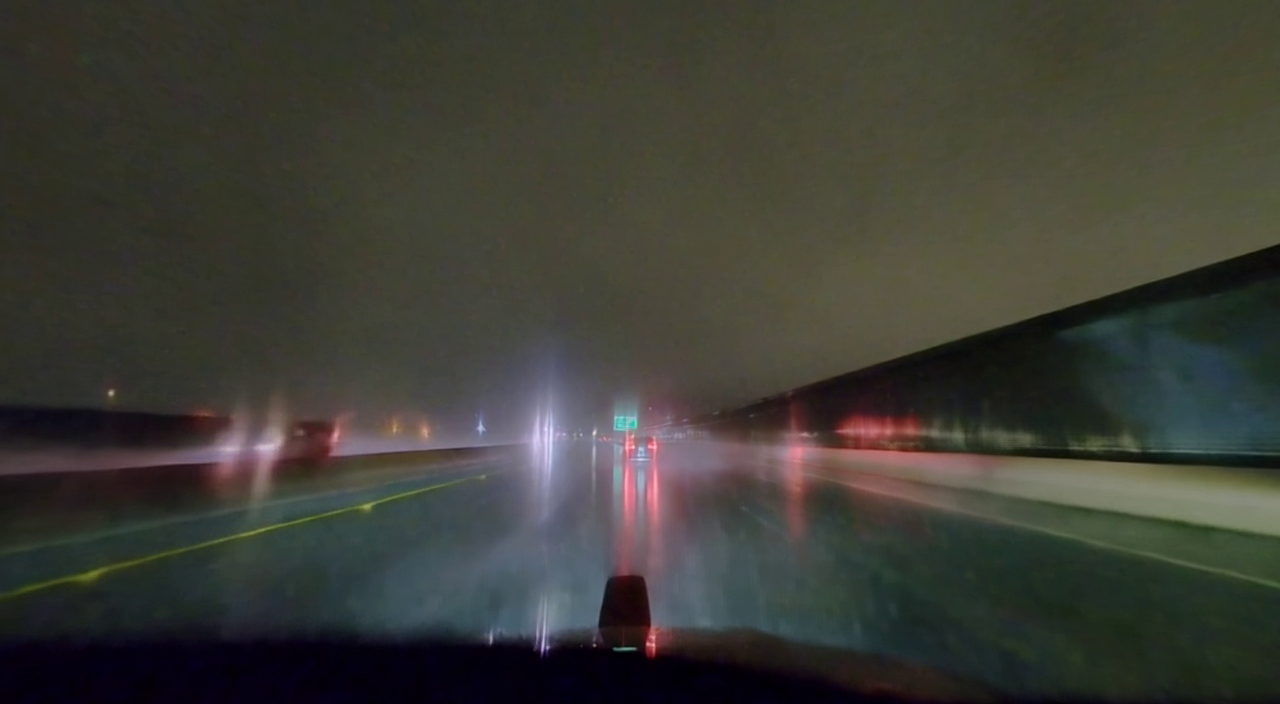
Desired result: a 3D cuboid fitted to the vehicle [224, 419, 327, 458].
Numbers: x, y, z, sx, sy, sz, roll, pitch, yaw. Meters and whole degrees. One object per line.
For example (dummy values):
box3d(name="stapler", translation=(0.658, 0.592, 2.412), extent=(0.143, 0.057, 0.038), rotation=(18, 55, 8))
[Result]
box3d(name="vehicle", translation=(-15.531, 3.752, 27.123), extent=(1.869, 1.509, 4.284), rotation=(1, -8, 0))

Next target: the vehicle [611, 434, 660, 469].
box3d(name="vehicle", translation=(-0.202, 4.641, 29.483), extent=(2.130, 1.512, 4.057), rotation=(1, -8, 0))
